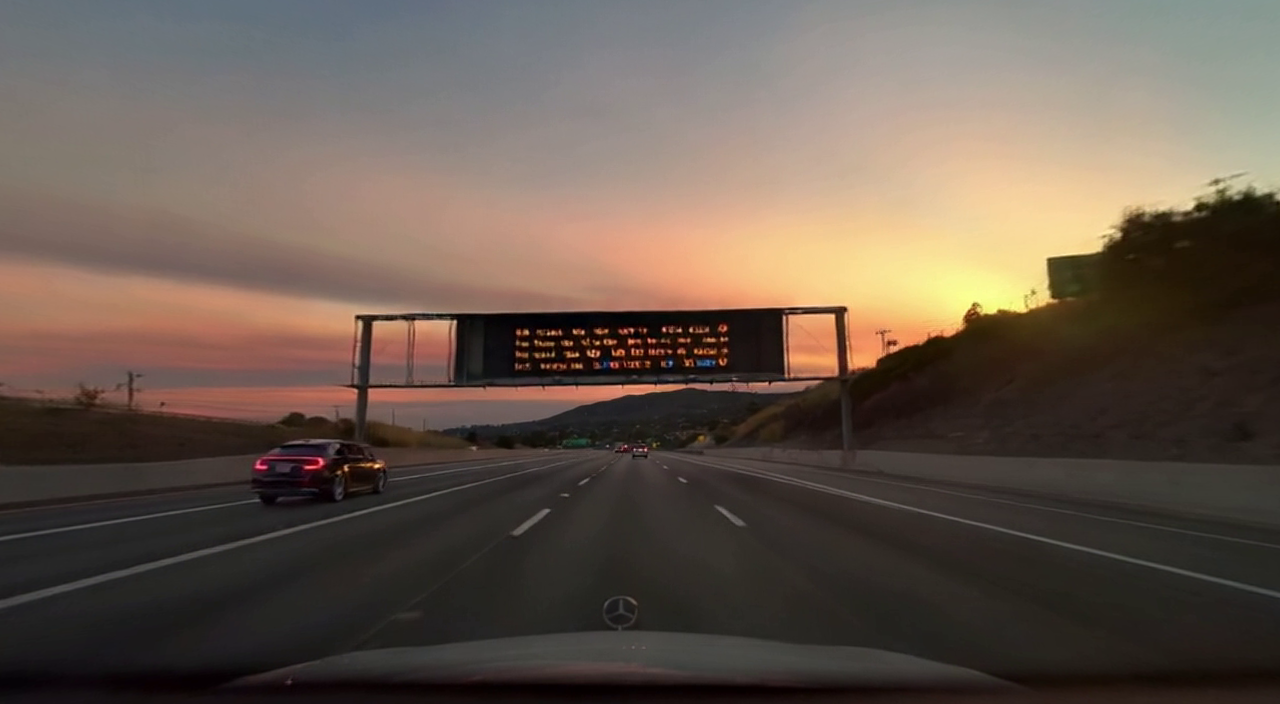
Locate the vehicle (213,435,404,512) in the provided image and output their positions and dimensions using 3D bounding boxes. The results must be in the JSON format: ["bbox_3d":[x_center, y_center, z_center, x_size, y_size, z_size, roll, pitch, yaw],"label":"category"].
[{"bbox_3d":[-7.710,2.845,15.403,2.005,1.545,4.874,0,-8,0],"label":"vehicle"}]
